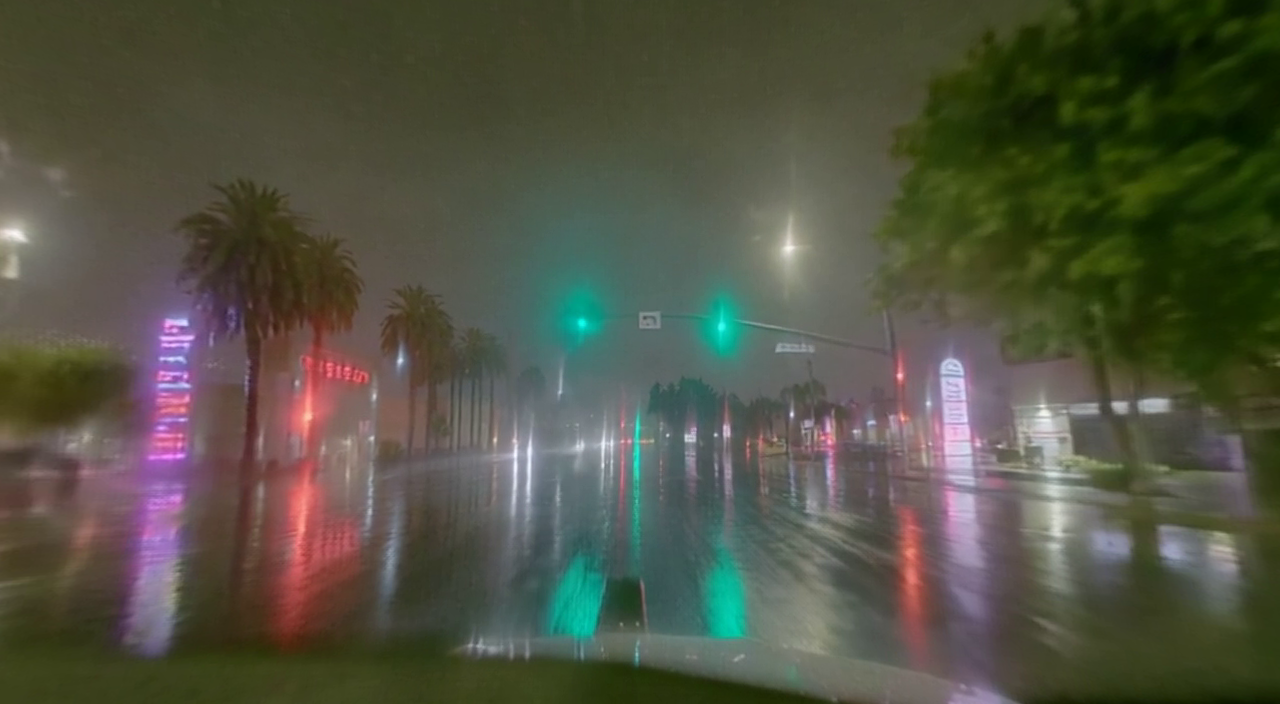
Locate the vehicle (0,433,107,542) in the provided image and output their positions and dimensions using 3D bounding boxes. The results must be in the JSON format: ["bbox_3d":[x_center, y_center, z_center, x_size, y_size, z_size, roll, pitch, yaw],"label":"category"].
[{"bbox_3d":[-11.327,2.217,10.662,3.885,1.639,1.990,-4,-9,25],"label":"vehicle"}]
